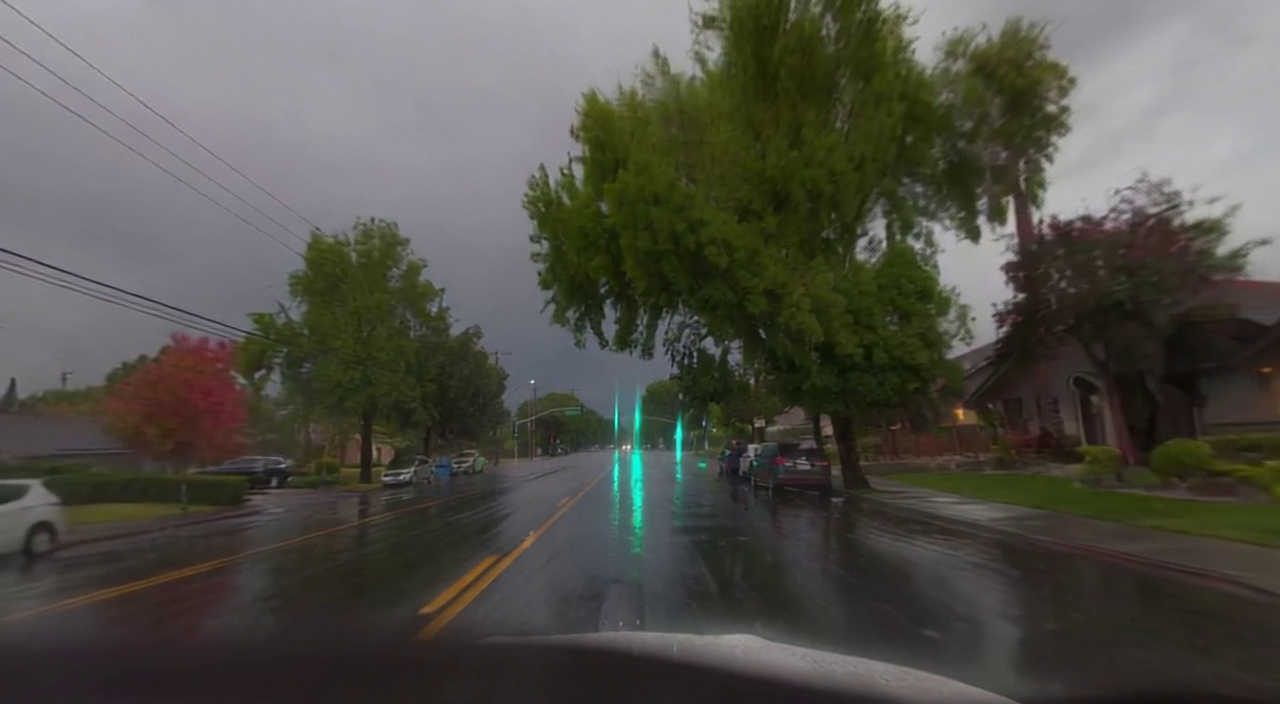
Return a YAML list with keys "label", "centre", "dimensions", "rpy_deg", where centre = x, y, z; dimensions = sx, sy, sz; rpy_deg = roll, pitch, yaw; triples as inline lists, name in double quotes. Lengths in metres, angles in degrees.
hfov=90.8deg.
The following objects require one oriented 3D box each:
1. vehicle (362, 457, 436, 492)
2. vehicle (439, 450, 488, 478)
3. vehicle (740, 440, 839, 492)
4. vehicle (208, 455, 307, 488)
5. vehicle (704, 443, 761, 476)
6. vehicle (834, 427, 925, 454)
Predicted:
- label: "vehicle"
  centre: [-11.545, 5.862, 30.524]
  dimensions: [1.867, 1.471, 4.139]
  rpy_deg: [0, -8, 1]
- label: "vehicle"
  centre: [-11.608, 7.371, 41.833]
  dimensions: [1.977, 1.753, 4.278]
  rpy_deg: [0, -8, 0]
- label: "vehicle"
  centre: [4.605, 3.574, 20.205]
  dimensions: [2.010, 1.461, 4.247]
  rpy_deg: [0, -8, -2]
- label: "vehicle"
  centre: [-20.002, 6.244, 33.150]
  dimensions: [3.932, 1.641, 1.819]
  rpy_deg: [0, -8, -1]
- label: "vehicle"
  centre: [4.385, 5.158, 30.615]
  dimensions: [2.063, 1.444, 4.217]
  rpy_deg: [0, -8, -1]
- label: "vehicle"
  centre: [14.311, 5.345, 38.002]
  dimensions: [4.660, 1.546, 1.916]
  rpy_deg: [0, -8, 0]
